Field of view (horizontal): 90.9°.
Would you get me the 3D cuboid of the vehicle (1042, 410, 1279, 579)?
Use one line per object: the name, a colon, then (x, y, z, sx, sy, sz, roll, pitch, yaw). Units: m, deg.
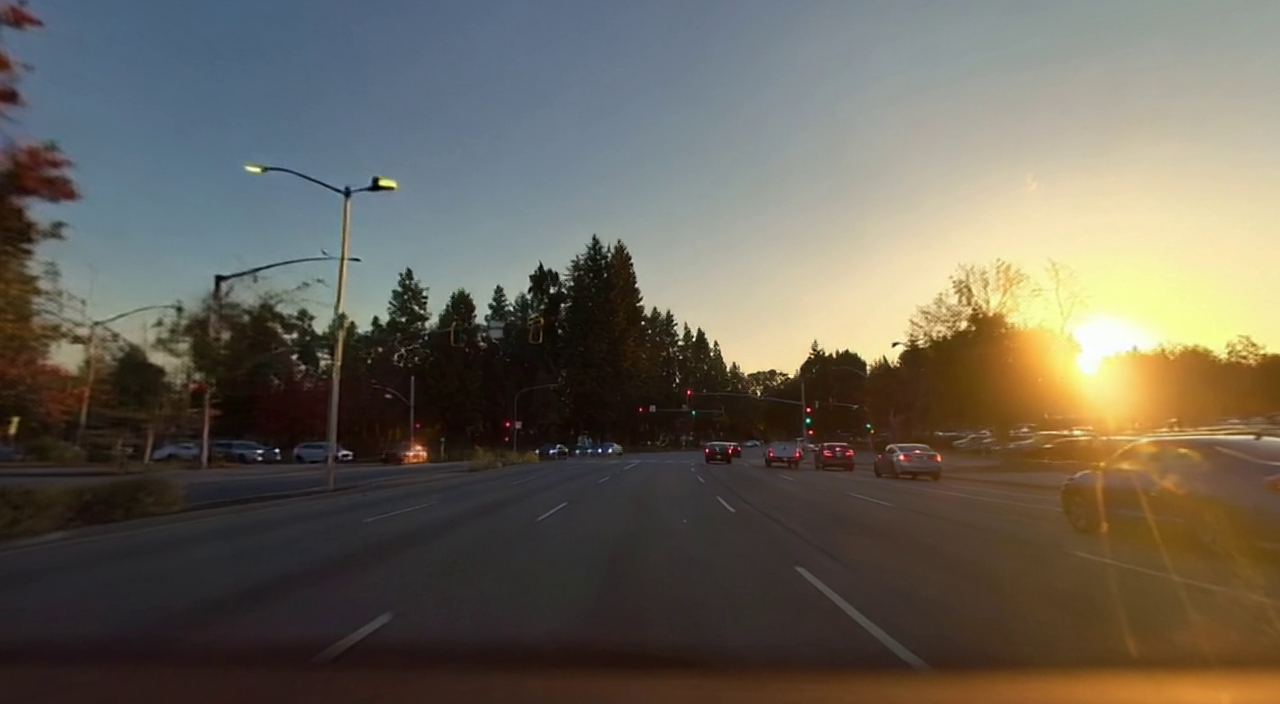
vehicle: (7.309, 1.576, 7.612, 2.051, 1.620, 4.702, -1, -8, 4)

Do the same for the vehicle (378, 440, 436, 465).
vehicle: (-16.822, 7.294, 45.851, 1.981, 1.721, 4.772, -1, -8, 6)

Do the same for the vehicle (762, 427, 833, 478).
vehicle: (7.512, 4.864, 30.695, 2.186, 2.202, 5.426, 0, -8, 2)

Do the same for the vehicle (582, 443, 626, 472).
vehicle: (-2.002, 6.025, 36.178, 1.958, 1.542, 4.175, -1, -8, 4)

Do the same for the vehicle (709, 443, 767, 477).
vehicle: (4.769, 5.354, 31.526, 2.292, 1.563, 4.734, 0, -8, 2)

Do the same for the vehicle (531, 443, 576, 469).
vehicle: (-5.406, 6.550, 40.025, 2.004, 1.529, 4.319, -1, -8, 4)

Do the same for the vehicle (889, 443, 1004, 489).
vehicle: (11.172, 4.142, 23.406, 1.963, 1.513, 4.600, 0, -8, 1)
